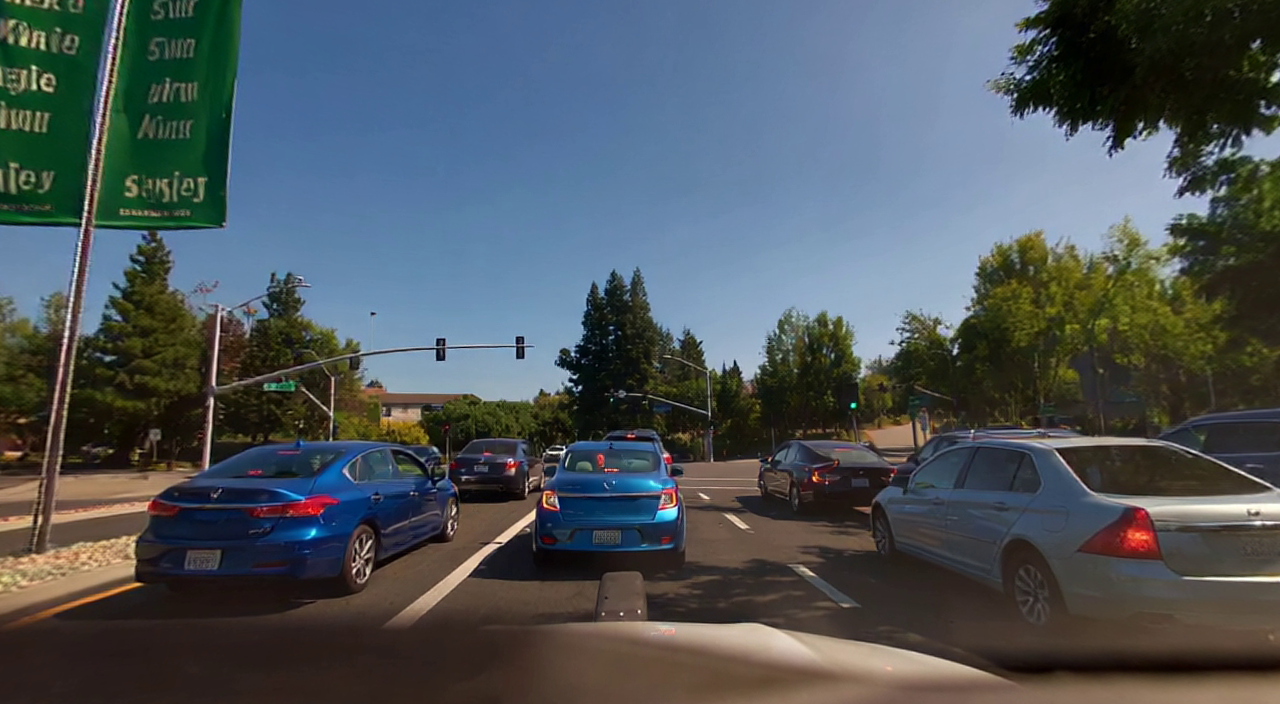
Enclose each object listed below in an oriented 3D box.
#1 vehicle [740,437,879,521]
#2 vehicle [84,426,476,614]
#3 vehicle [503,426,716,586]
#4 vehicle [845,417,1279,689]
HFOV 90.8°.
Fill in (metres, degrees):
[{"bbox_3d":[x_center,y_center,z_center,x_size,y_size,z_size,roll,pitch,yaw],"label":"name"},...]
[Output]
[{"bbox_3d":[3.399,2.611,13.486,1.852,1.498,3.825,0,-9,0],"label":"vehicle"},{"bbox_3d":[-3.370,1.631,7.082,1.929,1.457,4.136,0,-9,0],"label":"vehicle"},{"bbox_3d":[-0.311,1.722,7.818,1.994,1.479,3.647,0,-9,-1],"label":"vehicle"},{"bbox_3d":[3.597,1.437,5.754,1.953,1.471,4.470,0,-9,0],"label":"vehicle"}]
